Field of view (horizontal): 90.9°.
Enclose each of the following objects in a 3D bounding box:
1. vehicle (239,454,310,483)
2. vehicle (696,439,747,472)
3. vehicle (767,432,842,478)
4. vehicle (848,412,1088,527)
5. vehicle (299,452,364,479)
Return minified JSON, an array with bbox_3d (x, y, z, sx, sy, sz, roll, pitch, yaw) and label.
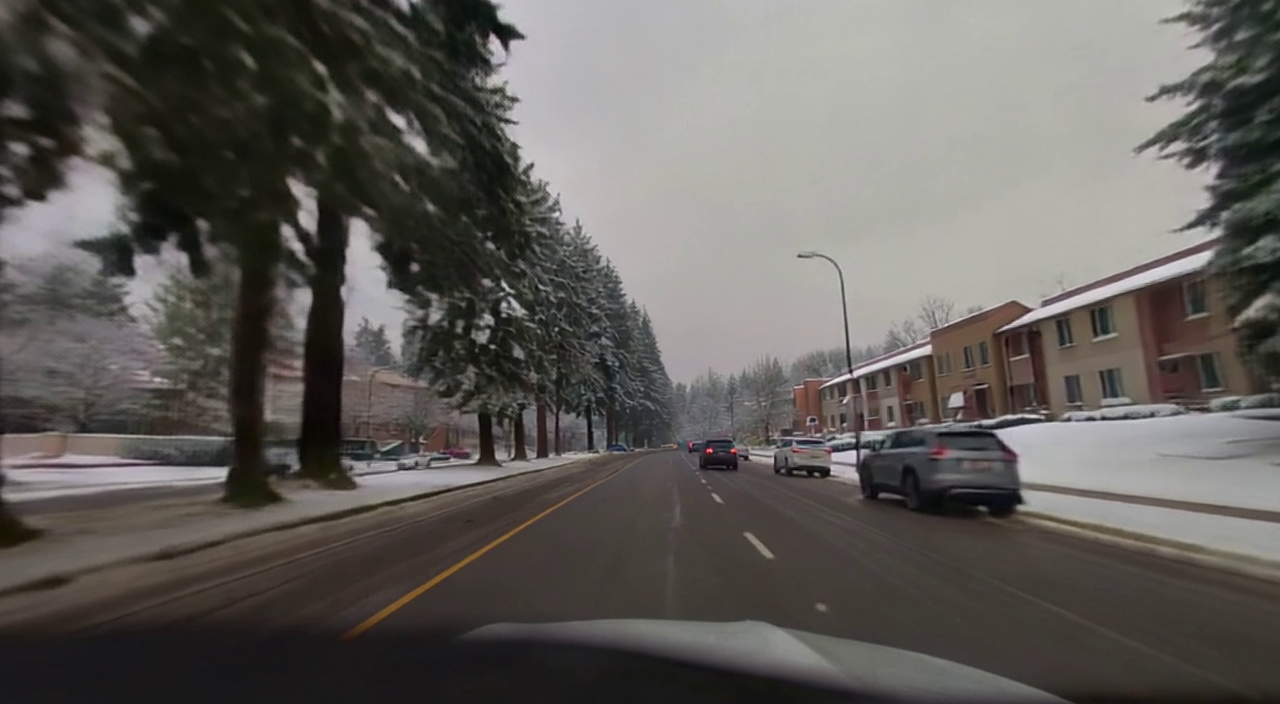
[{"bbox_3d":[-21.780,6.912,37.689,1.780,1.573,3.881,-1,-8,2],"label":"vehicle"},{"bbox_3d":[4.020,5.204,31.933,2.128,1.502,4.572,0,-8,2],"label":"vehicle"},{"bbox_3d":[7.202,4.579,28.216,2.092,1.849,5.068,0,-8,2],"label":"vehicle"},{"bbox_3d":[6.649,2.468,13.887,2.213,1.949,5.907,0,-8,1],"label":"vehicle"},{"bbox_3d":[-21.157,7.784,43.454,1.882,1.479,4.822,-6,-8,2],"label":"vehicle"}]
